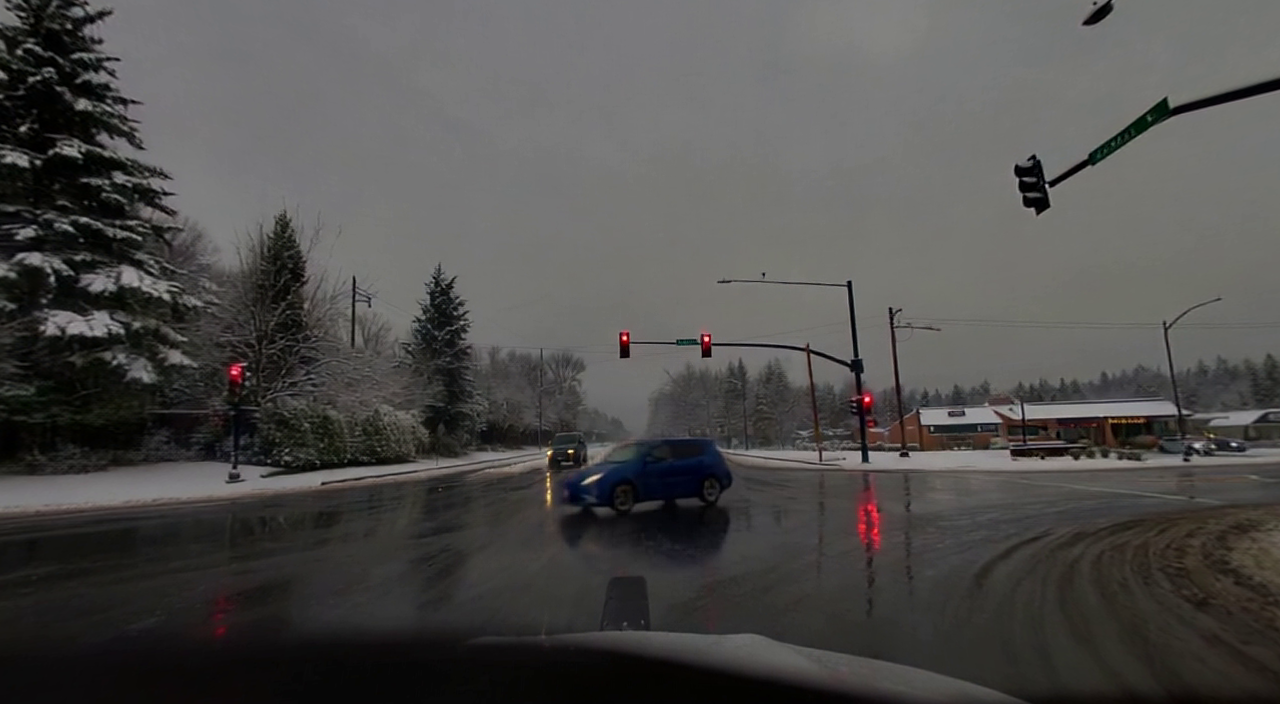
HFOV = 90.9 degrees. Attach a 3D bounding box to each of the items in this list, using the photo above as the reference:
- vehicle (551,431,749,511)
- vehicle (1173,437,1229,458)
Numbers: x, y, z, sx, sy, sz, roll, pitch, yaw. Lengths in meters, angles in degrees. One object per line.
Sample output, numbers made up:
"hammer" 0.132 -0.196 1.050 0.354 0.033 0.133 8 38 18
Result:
"vehicle" 0.342 2.629 14.399 4.377 1.523 1.877 7 -11 -41
"vehicle" 42.845 7.300 48.099 4.133 1.561 1.824 5 -10 -30
